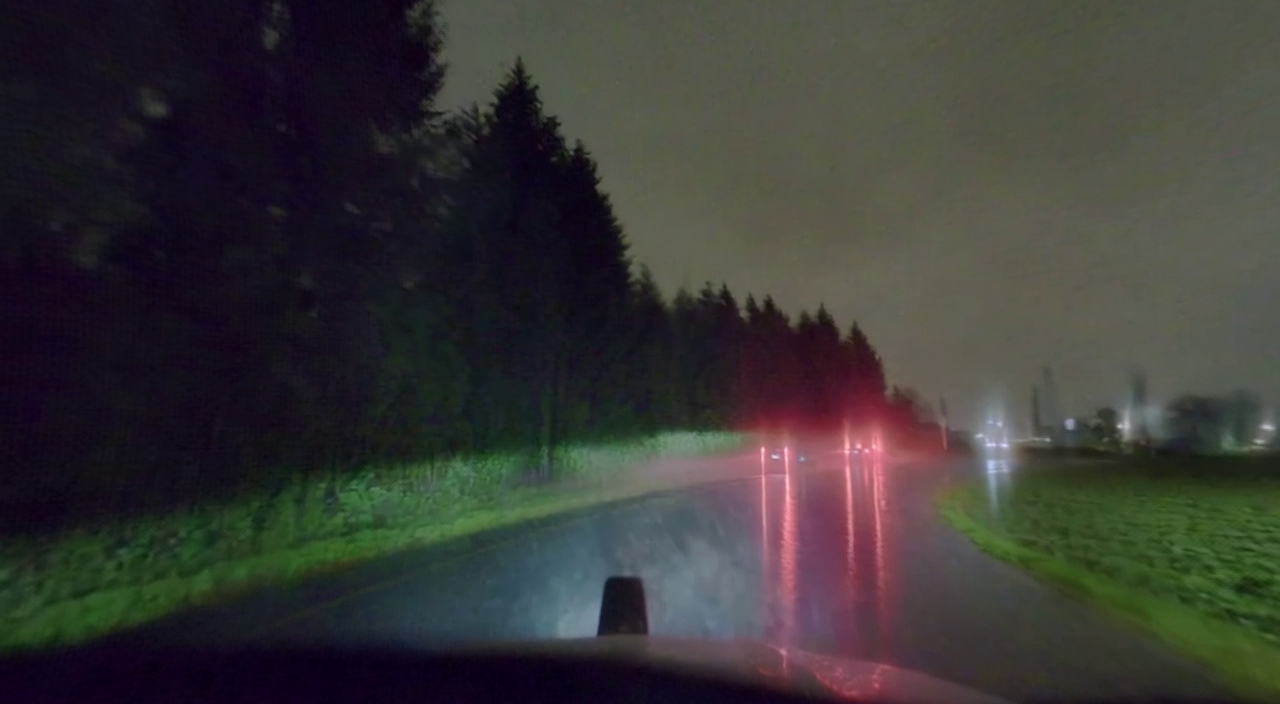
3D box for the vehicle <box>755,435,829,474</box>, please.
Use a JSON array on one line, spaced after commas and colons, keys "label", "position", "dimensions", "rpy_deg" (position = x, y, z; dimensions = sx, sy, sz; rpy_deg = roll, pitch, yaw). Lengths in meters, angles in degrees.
[{"label": "vehicle", "position": [7.728, 5.152, 31.705], "dimensions": [1.988, 1.789, 4.257], "rpy_deg": [-5, -10, 38]}]
